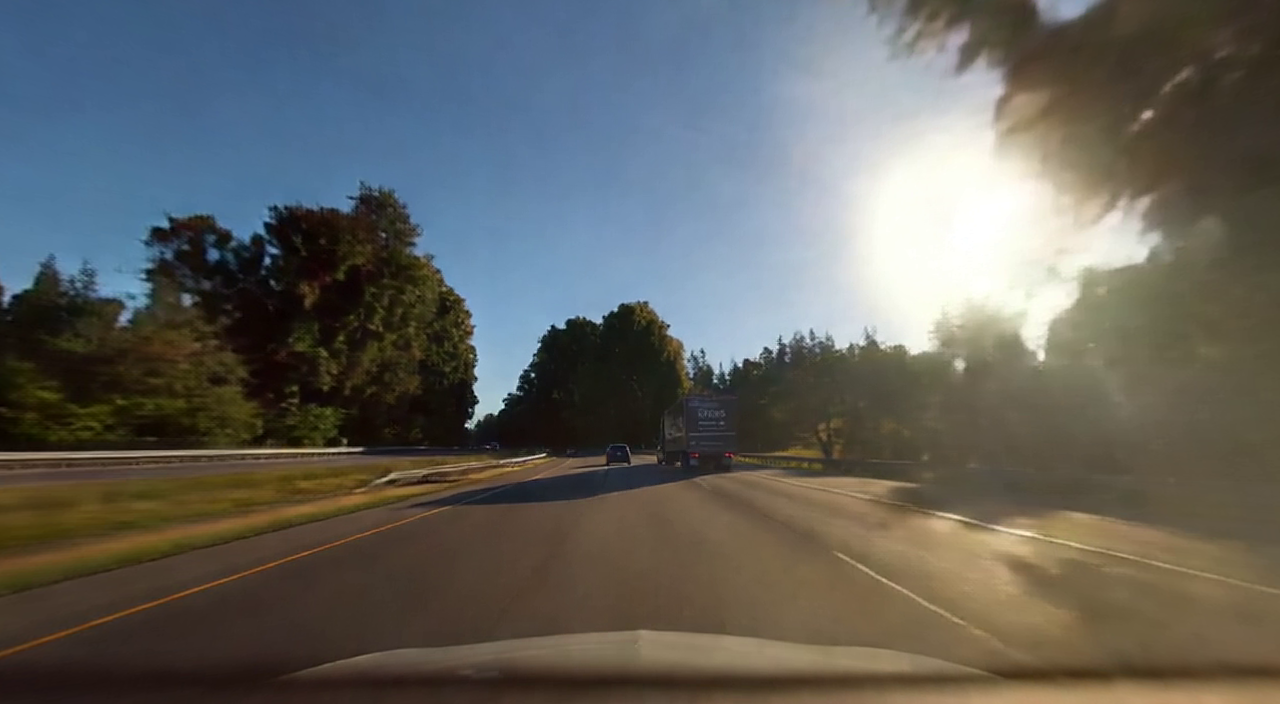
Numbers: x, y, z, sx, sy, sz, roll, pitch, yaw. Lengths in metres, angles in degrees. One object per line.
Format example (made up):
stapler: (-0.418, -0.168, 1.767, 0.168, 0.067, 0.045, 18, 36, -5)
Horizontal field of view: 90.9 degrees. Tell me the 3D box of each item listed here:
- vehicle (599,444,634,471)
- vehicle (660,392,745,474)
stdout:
vehicle: (-1.353, 6.042, 36.210, 1.913, 1.460, 3.610, 0, -9, -2)
vehicle: (3.333, 5.089, 38.307, 2.951, 4.012, 14.203, 1, -9, -3)
